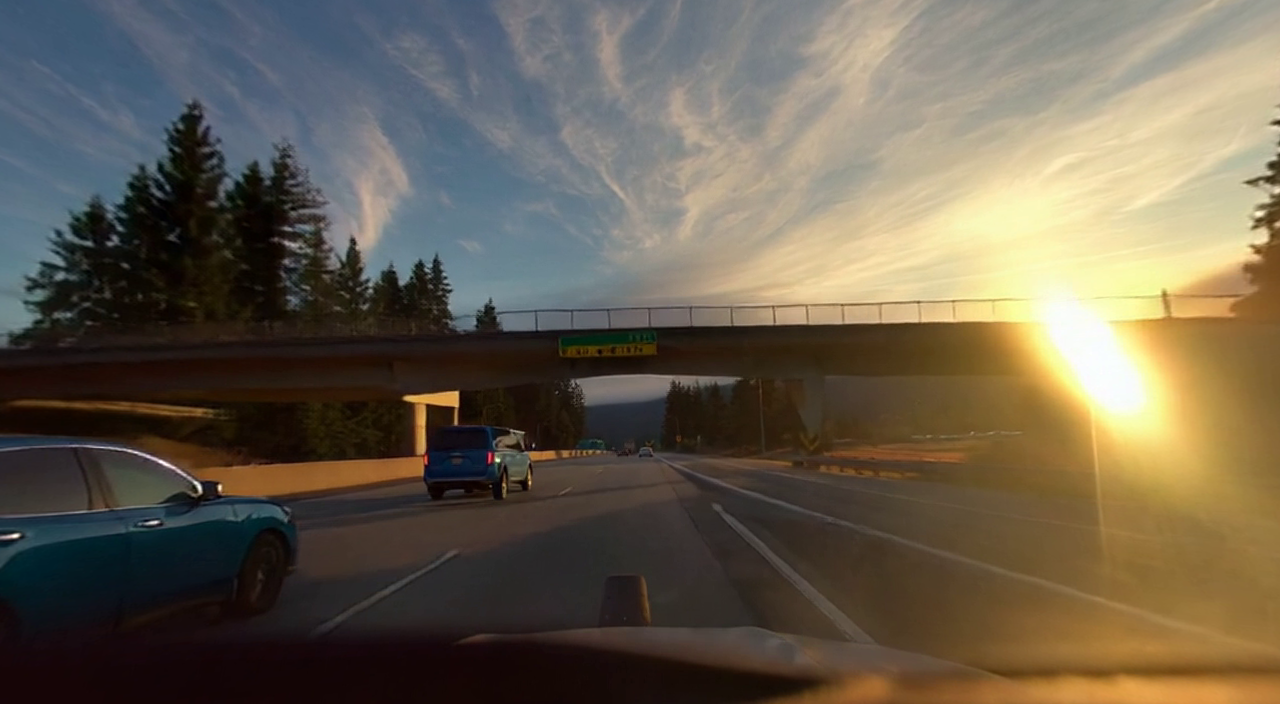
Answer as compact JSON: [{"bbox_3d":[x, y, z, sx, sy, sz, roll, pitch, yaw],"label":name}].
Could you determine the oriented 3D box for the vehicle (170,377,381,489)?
[{"bbox_3d":[-13.906,3.318,25.408,2.890,3.689,9.038,-1,-8,1],"label":"vehicle"}]

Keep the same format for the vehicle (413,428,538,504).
[{"bbox_3d":[-4.212,2.999,17.038,2.084,1.752,4.479,-1,-8,1],"label":"vehicle"}]
